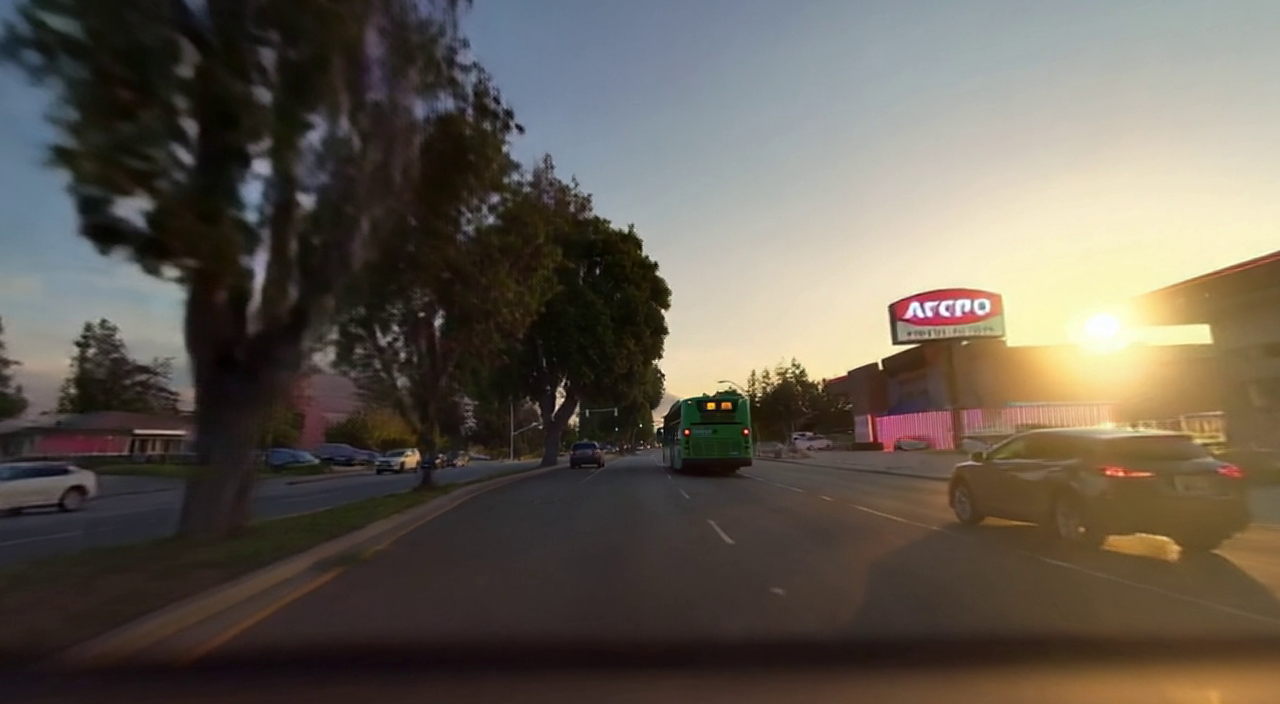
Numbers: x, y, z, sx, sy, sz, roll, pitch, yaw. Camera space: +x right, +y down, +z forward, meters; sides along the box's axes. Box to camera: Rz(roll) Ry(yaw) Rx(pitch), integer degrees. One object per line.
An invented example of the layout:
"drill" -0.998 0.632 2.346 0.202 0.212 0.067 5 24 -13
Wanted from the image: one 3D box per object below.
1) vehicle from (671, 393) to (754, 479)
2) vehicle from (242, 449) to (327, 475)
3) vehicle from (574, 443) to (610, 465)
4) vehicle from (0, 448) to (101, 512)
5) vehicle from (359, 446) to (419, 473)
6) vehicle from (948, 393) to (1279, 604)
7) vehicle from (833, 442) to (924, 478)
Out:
"vehicle" 3.018 3.900 28.960 2.766 3.306 9.281 0 -8 0
"vehicle" -25.023 7.725 44.377 4.724 1.734 2.076 0 -8 1
"vehicle" -3.273 7.082 43.738 2.211 1.416 4.179 0 -8 -1
"vehicle" -19.128 3.729 18.253 2.277 1.764 5.283 -2 -8 0
"vehicle" -19.230 8.221 48.510 2.123 1.905 5.972 -2 -9 1
"vehicle" 6.029 1.564 7.671 2.129 1.754 4.668 0 -8 0
"vehicle" 10.505 4.766 28.185 2.073 1.443 4.860 0 -8 -2
